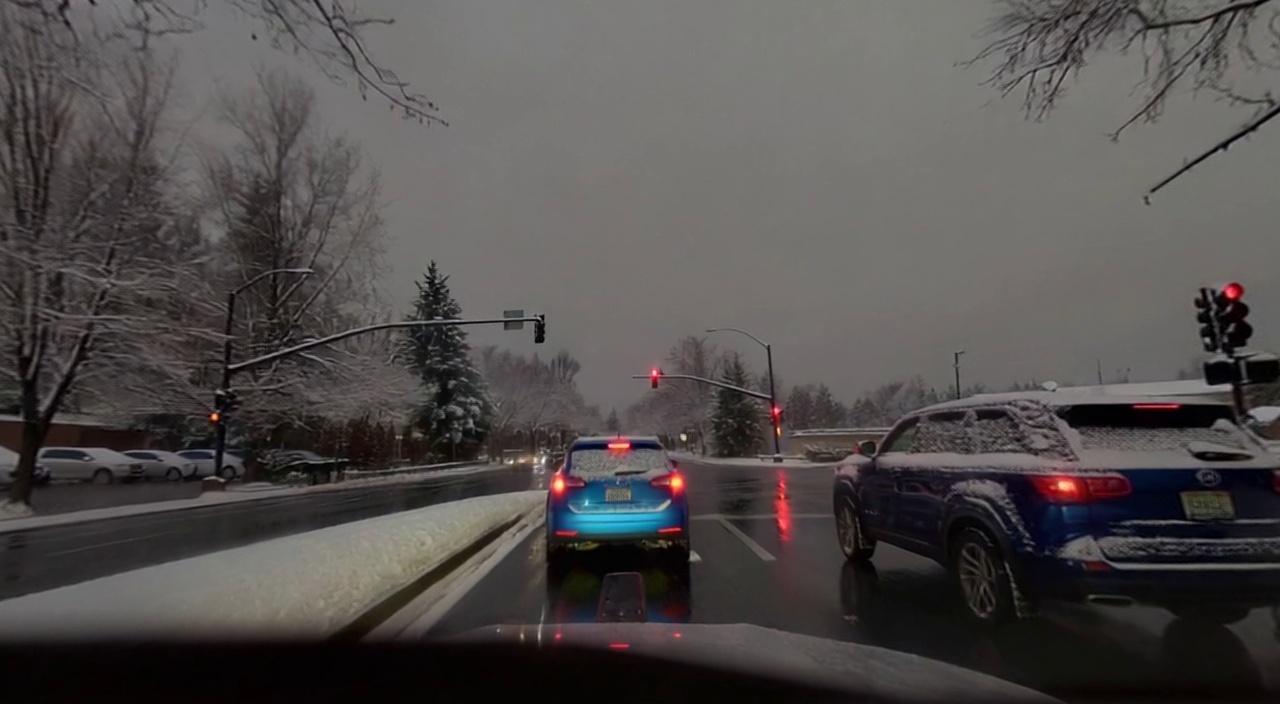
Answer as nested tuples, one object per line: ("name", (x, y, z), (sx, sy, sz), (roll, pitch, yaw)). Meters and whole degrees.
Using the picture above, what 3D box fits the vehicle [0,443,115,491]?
("vehicle", (-28.454, 5.379, 29.850), (5.119, 2.119, 2.199), (5, -10, -31))

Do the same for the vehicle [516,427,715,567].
("vehicle", (-0.302, 1.951, 9.364), (2.177, 1.512, 4.682), (0, -8, -1))

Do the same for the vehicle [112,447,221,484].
("vehicle", (-28.581, 6.825, 38.388), (4.943, 2.110, 2.217), (5, -10, -32))

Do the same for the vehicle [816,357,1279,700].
("vehicle", (3.197, 1.226, 5.518), (2.046, 1.768, 4.370), (0, -9, 0))
